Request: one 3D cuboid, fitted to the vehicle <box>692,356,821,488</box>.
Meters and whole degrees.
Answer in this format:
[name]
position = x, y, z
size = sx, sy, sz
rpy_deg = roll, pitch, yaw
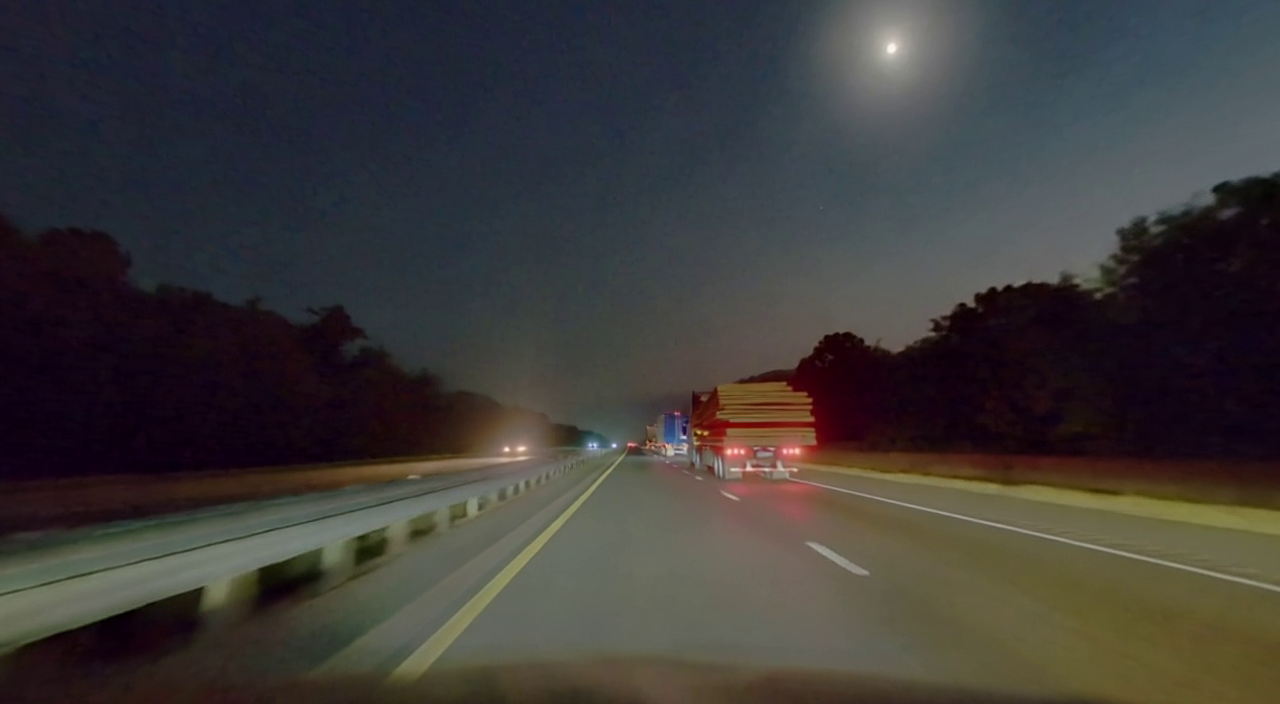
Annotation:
[vehicle]
position = 4.175, 3.107, 26.363
size = 3.024, 4.065, 13.796
rpy_deg = -1, -8, 1
